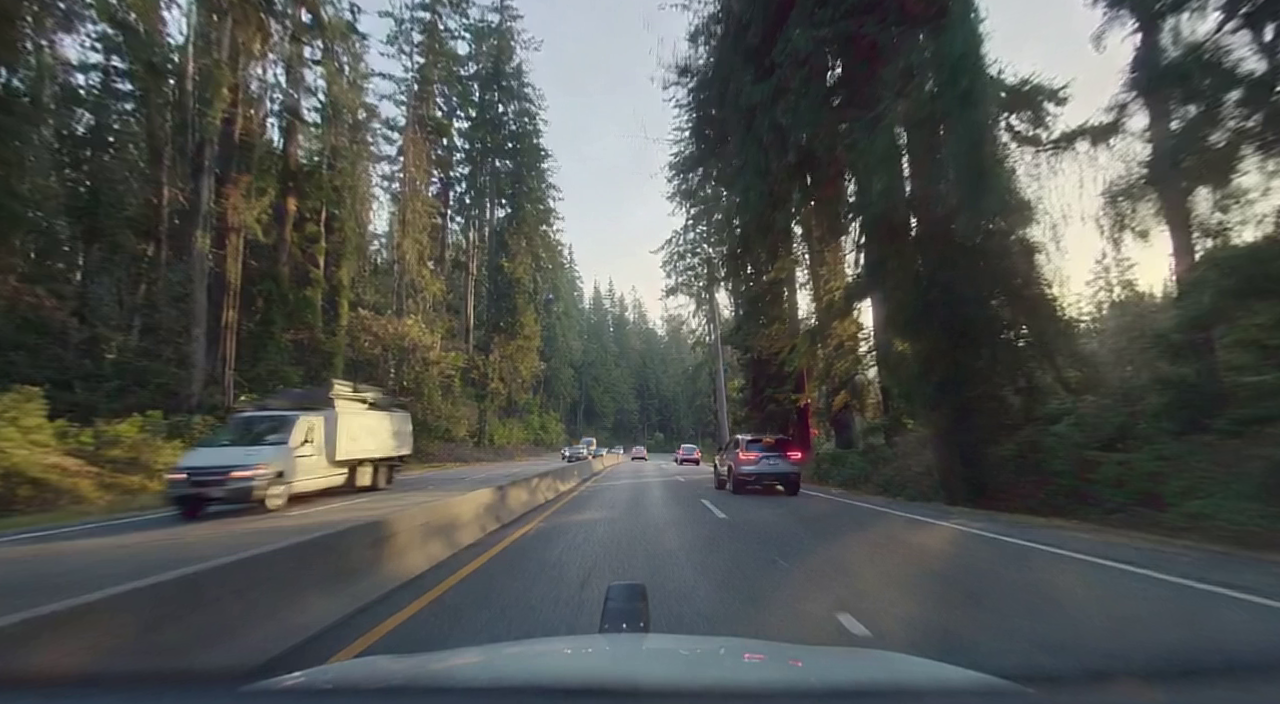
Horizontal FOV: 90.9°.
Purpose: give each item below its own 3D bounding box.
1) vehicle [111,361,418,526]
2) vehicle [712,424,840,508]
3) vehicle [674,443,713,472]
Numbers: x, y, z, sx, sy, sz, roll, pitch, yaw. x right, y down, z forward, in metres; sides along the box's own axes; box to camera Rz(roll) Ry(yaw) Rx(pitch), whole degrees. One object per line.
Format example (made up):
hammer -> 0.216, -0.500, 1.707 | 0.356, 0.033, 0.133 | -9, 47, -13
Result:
vehicle -> -8.627, 2.323, 16.163 | 2.794, 3.157, 7.953 | 0, -8, 1
vehicle -> 3.397, 2.970, 16.929 | 2.270, 1.897, 4.822 | 0, -8, -1
vehicle -> 3.399, 6.797, 40.868 | 2.112, 1.708, 4.380 | 0, -8, 0
